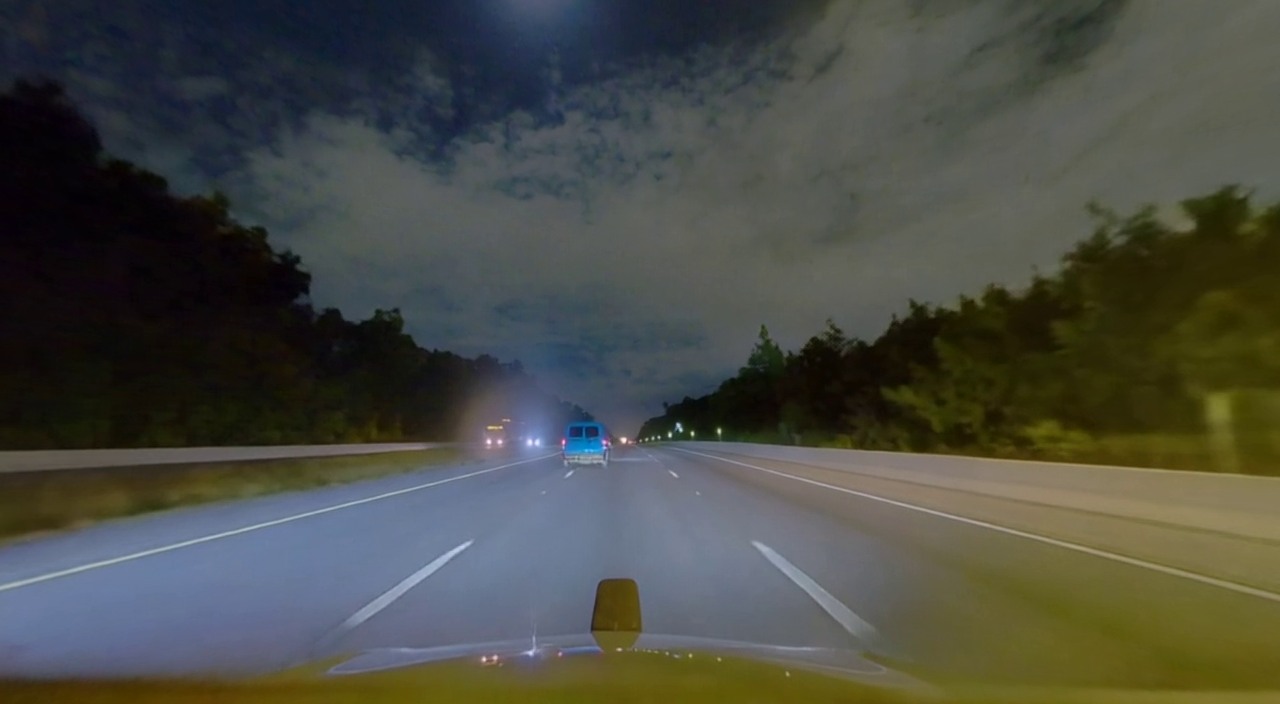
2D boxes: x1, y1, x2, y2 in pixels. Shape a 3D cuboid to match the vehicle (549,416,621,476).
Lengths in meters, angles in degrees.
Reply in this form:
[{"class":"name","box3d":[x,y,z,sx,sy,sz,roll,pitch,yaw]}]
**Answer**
[{"class":"vehicle","box3d":[-1.939,3.530,23.934,2.297,2.011,4.736,0,-8,0]}]
